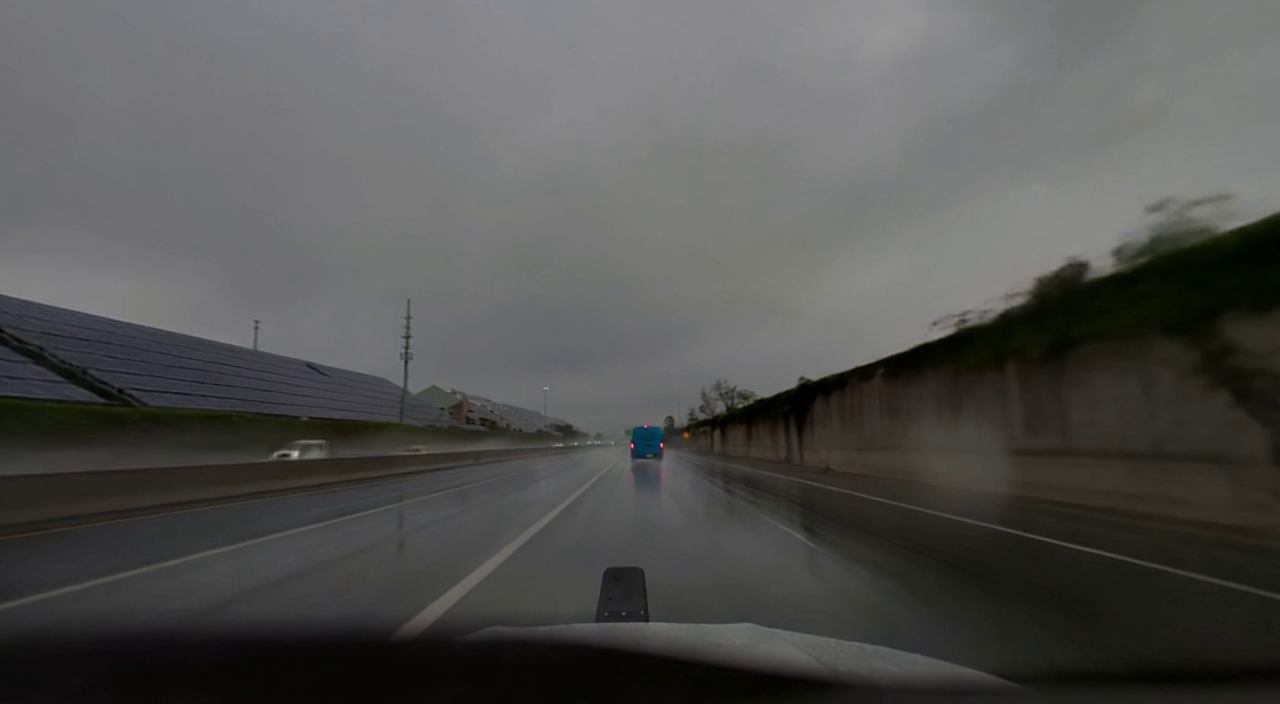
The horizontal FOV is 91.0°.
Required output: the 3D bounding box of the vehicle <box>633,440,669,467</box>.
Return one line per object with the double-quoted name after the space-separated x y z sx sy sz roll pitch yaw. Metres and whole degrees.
0.607 5.916 36.813 1.997 1.484 3.409 0 -8 0 "vehicle"
